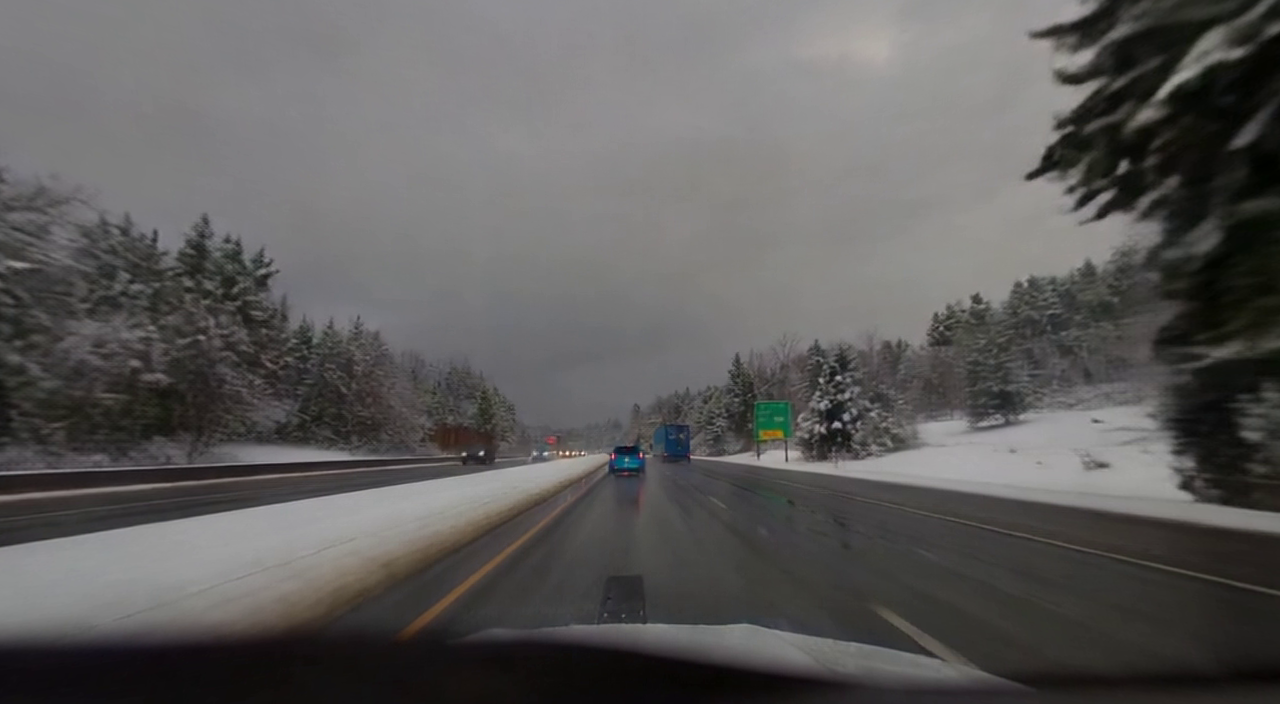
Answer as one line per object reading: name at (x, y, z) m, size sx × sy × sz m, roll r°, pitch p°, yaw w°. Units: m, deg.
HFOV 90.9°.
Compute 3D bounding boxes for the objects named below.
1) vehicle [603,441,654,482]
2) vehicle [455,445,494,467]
vehicle at (-0.523, 4.994, 28.893) m, size 2.190 × 1.706 × 4.062 m, roll 0°, pitch -9°, yaw -1°
vehicle at (-12.815, 8.099, 49.097) m, size 1.893 × 1.583 × 4.236 m, roll 0°, pitch -9°, yaw -1°
